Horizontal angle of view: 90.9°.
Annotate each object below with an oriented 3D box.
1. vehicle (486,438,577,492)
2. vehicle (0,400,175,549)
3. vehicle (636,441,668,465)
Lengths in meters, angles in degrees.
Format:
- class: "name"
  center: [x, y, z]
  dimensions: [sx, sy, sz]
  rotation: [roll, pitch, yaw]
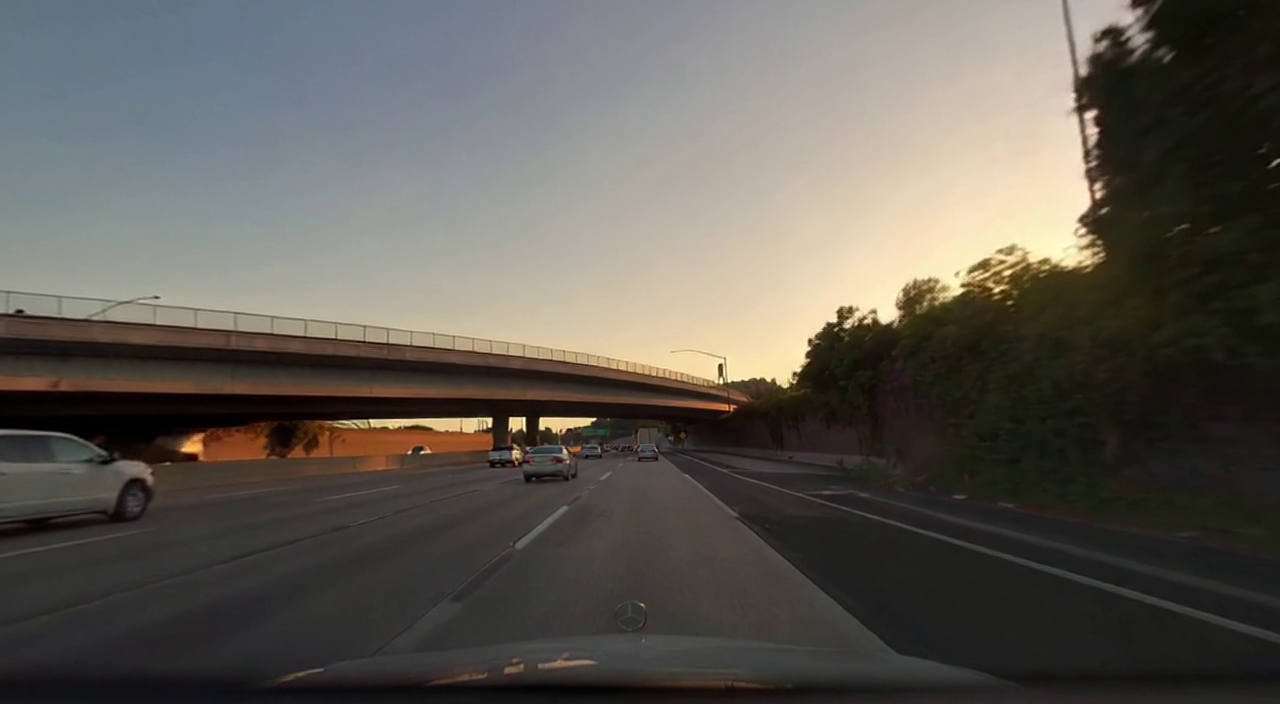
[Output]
- class: "vehicle"
  center: [-3.223, 3.448, 19.595]
  dimensions: [2.056, 1.480, 4.022]
  rotation: [-1, -8, 1]
- class: "vehicle"
  center: [-9.923, 1.713, 8.850]
  dimensions: [2.339, 2.018, 5.790]
  rotation: [-1, -8, 0]
- class: "vehicle"
  center: [0.773, 6.736, 42.363]
  dimensions: [2.073, 1.480, 4.343]
  rotation: [0, -8, 0]
